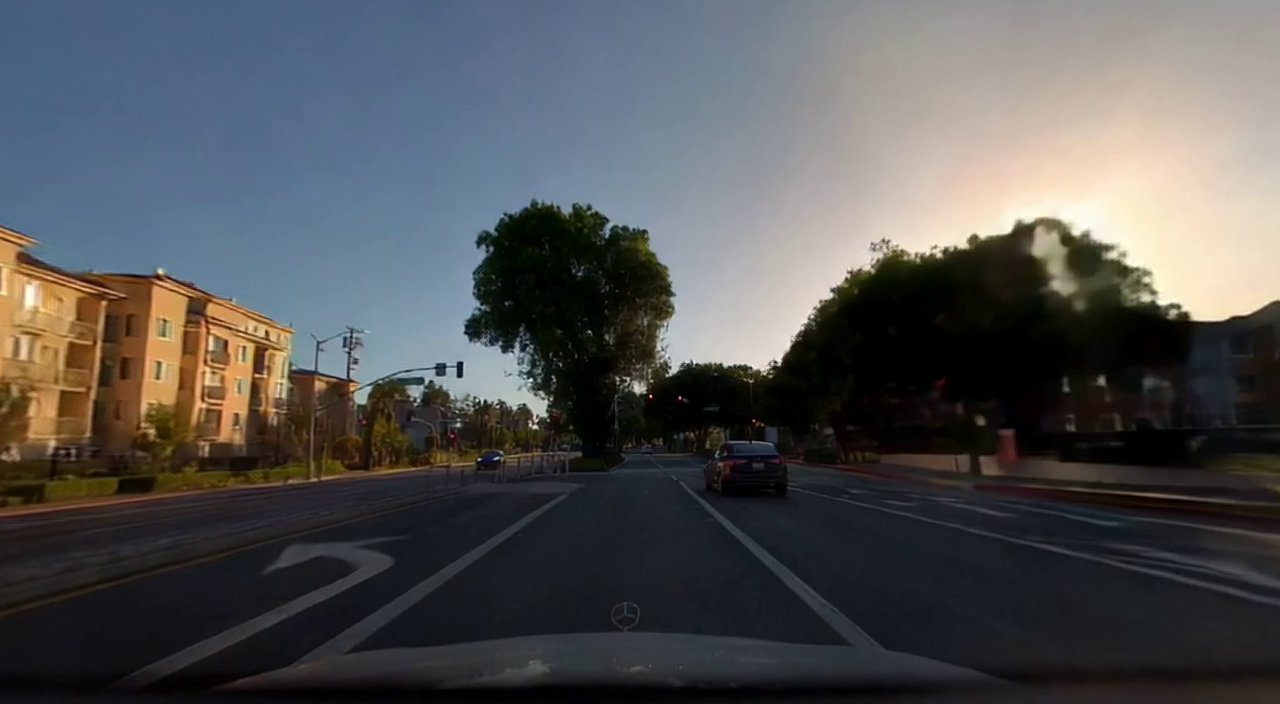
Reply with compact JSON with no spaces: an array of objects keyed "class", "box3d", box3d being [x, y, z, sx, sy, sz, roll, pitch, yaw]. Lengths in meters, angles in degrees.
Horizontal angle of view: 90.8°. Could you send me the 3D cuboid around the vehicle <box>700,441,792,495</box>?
[{"class":"vehicle","box3d":[3.070,3.465,19.269,1.964,1.448,4.295,0,-8,-1]}]
